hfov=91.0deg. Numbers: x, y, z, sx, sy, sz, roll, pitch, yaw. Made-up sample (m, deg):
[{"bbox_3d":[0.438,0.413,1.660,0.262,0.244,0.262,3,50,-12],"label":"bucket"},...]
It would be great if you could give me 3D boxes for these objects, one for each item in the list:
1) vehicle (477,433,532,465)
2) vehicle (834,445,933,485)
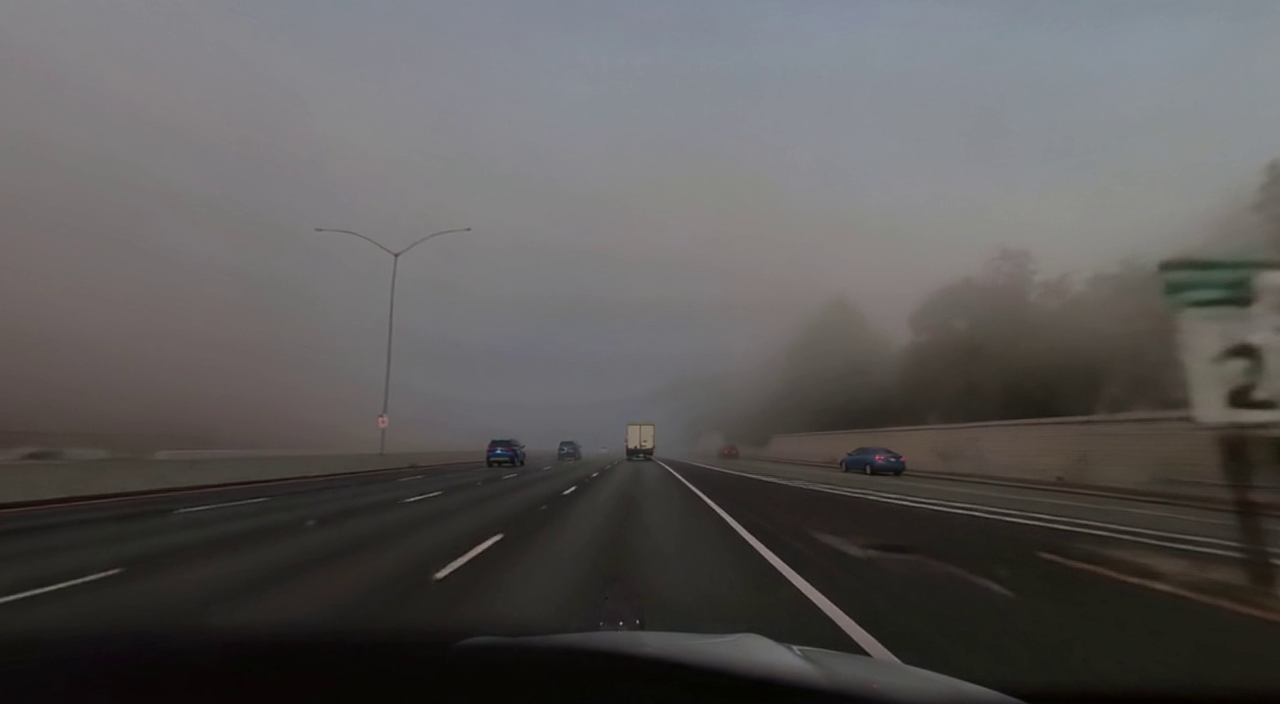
[{"bbox_3d":[-9.823,7.110,46.363,2.571,2.169,6.443,0,-9,1],"label":"vehicle"},{"bbox_3d":[10.288,4.786,27.038,2.075,1.510,4.569,1,-9,-6],"label":"vehicle"}]
